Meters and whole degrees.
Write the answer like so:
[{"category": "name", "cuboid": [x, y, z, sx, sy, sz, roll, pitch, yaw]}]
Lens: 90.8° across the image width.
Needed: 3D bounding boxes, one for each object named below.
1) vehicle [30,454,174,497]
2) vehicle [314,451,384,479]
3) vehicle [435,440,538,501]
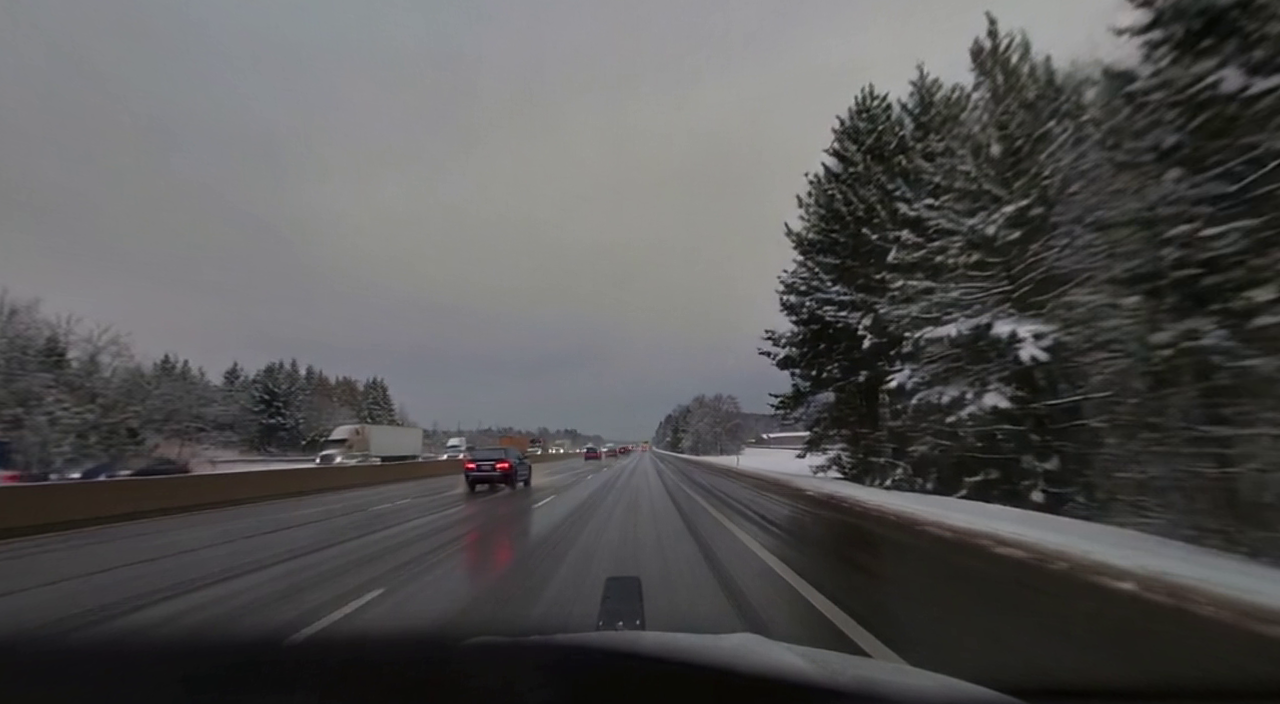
[{"category": "vehicle", "cuboid": [-20.001, 4.561, 23.737, 1.808, 1.429, 4.079, 0, -9, 0]}, {"category": "vehicle", "cuboid": [-15.734, 6.111, 34.346, 1.828, 1.403, 4.196, 0, -9, 0]}, {"category": "vehicle", "cuboid": [-4.271, 3.355, 18.277, 1.954, 1.541, 4.079, 0, -9, 0]}]
